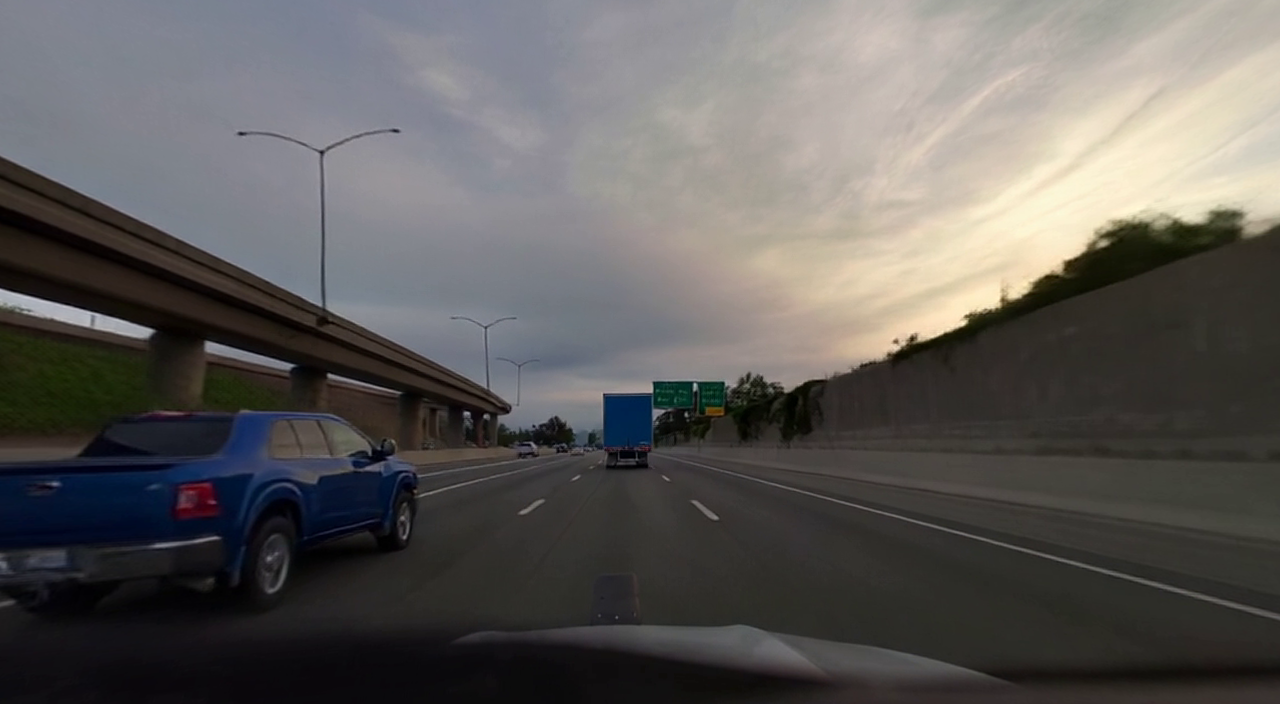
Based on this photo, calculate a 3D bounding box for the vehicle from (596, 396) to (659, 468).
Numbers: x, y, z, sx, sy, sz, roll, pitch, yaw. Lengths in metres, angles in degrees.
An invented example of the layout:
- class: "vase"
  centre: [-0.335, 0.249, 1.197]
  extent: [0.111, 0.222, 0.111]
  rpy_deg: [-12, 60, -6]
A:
- class: "vehicle"
  centre: [-0.626, 5.020, 38.519]
  extent: [3.233, 3.678, 11.032]
  rpy_deg: [1, -9, 0]

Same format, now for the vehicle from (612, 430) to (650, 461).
- class: "vehicle"
  centre: [-0.548, 5.298, 35.839]
  extent: [2.052, 1.666, 4.358]
  rpy_deg: [0, -8, -2]
